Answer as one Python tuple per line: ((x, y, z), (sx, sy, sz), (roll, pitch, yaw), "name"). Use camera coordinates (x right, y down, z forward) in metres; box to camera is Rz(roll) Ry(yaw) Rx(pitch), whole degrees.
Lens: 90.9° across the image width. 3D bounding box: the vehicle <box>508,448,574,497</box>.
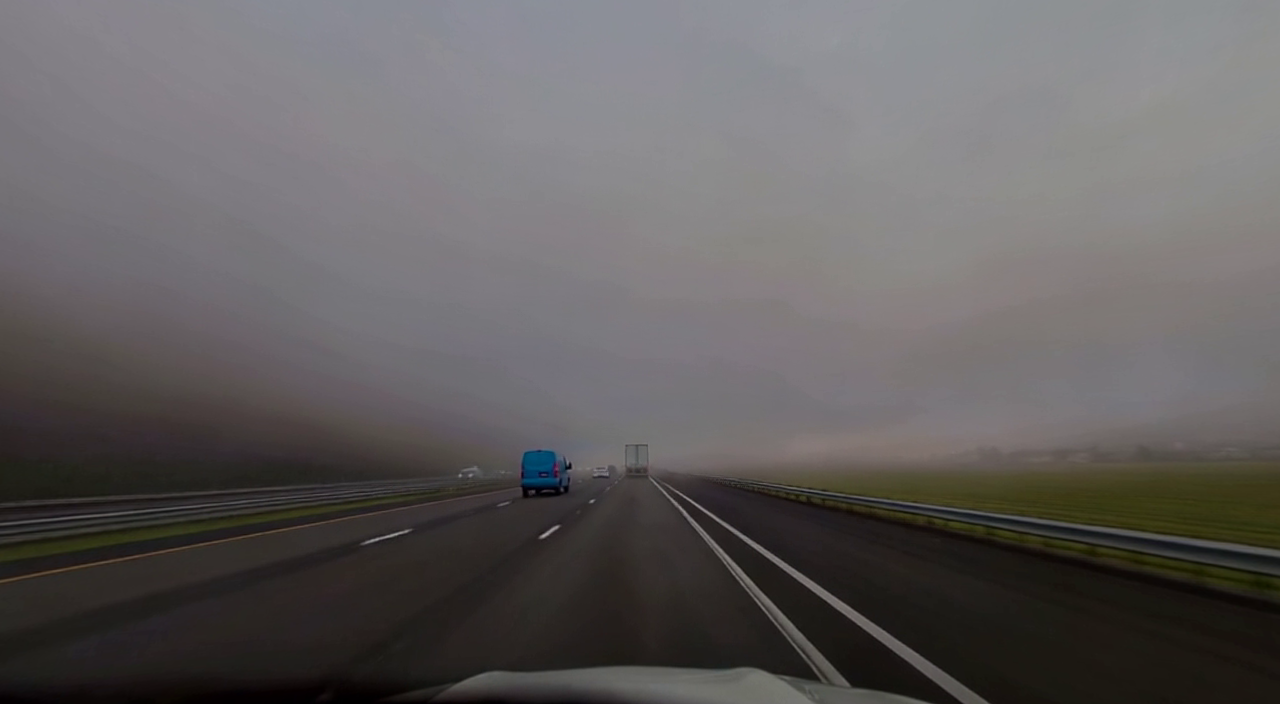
((-4.320, 5.389, 28.372), (2.208, 1.973, 4.716), (1, -10, 0), "vehicle")
